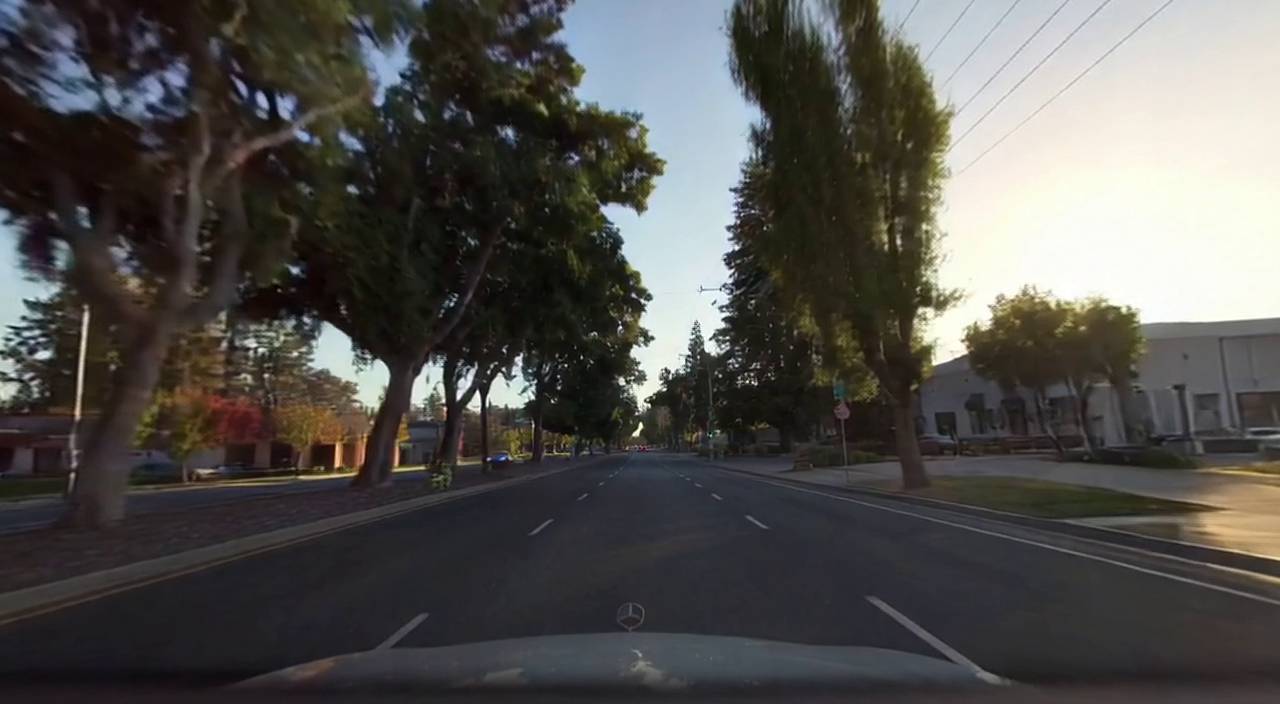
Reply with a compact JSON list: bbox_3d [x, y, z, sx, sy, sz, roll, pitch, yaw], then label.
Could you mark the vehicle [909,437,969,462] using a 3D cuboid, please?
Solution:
[{"bbox_3d":[20.022,6.545,42.433,2.036,1.600,4.117,0,-9,0],"label":"vehicle"}]
